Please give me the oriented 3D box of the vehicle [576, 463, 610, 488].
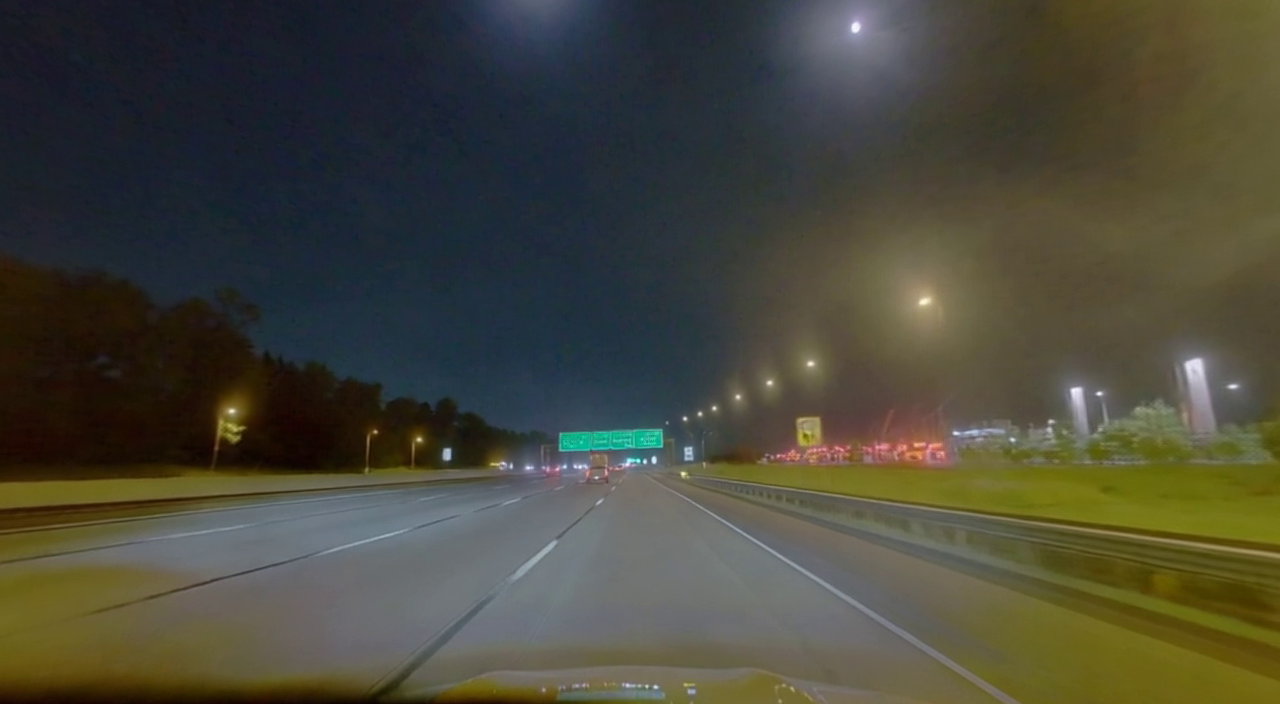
[{"bbox_3d":[-3.223,8.574,43.893,2.092,1.642,3.895,1,-11,-1],"label":"vehicle"}]
